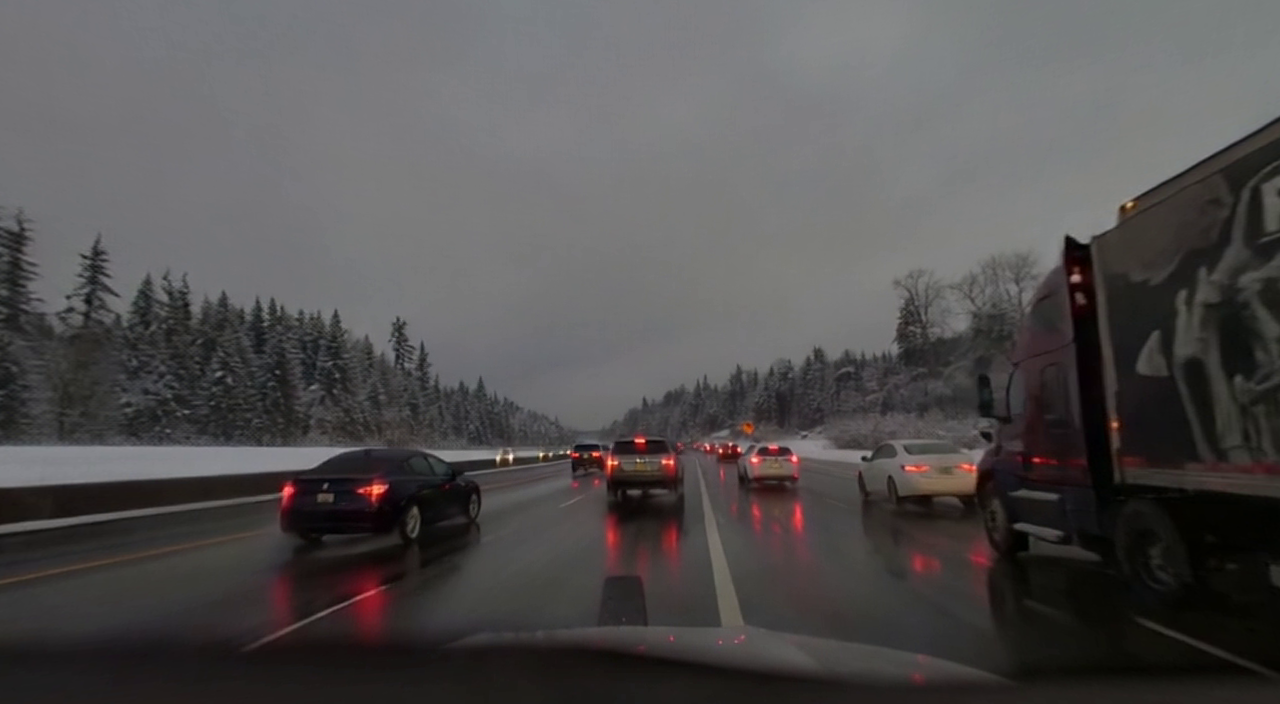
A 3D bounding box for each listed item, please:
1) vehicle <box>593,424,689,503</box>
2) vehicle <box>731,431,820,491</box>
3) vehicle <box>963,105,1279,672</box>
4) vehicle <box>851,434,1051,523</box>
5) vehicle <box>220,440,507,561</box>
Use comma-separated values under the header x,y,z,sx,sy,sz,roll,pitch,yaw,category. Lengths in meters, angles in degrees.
x,y,z,sx,sy,sz,roll,pitch,yaw,category
0.195,2.942,17.038,2.153,1.805,4.631,-1,-8,5,vehicle
4.236,3.483,20.495,2.156,1.701,4.494,-1,-8,4,vehicle
5.106,0.097,2.822,2.987,3.212,9.311,-1,-8,4,vehicle
5.936,2.442,12.796,2.053,1.473,4.383,-1,-8,4,vehicle
-3.937,2.176,10.240,1.965,1.443,4.968,-1,-8,7,vehicle
